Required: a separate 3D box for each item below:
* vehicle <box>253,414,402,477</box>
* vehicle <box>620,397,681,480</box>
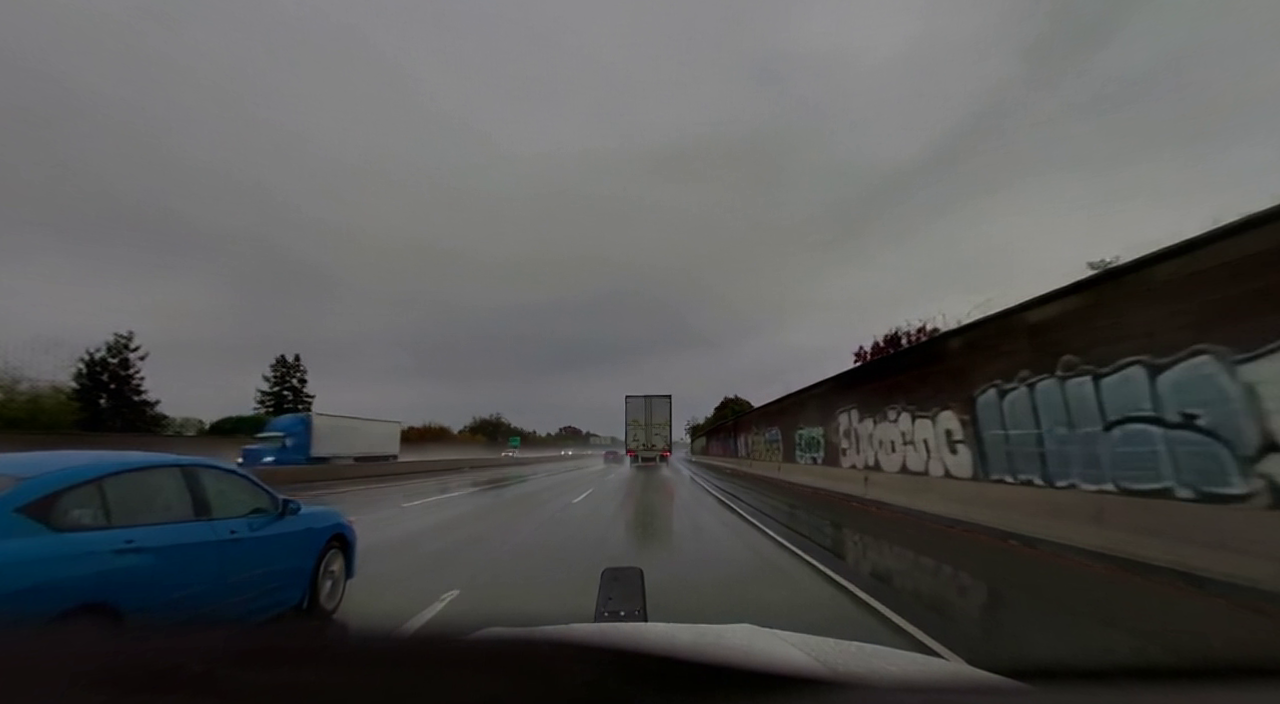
[{"bbox_3d":[-23.643,7.392,49.589,2.997,4.110,16.358,0,-9,1],"label":"vehicle"},{"bbox_3d":[0.535,5.113,36.774,2.997,4.069,10.871,0,-9,0],"label":"vehicle"}]
